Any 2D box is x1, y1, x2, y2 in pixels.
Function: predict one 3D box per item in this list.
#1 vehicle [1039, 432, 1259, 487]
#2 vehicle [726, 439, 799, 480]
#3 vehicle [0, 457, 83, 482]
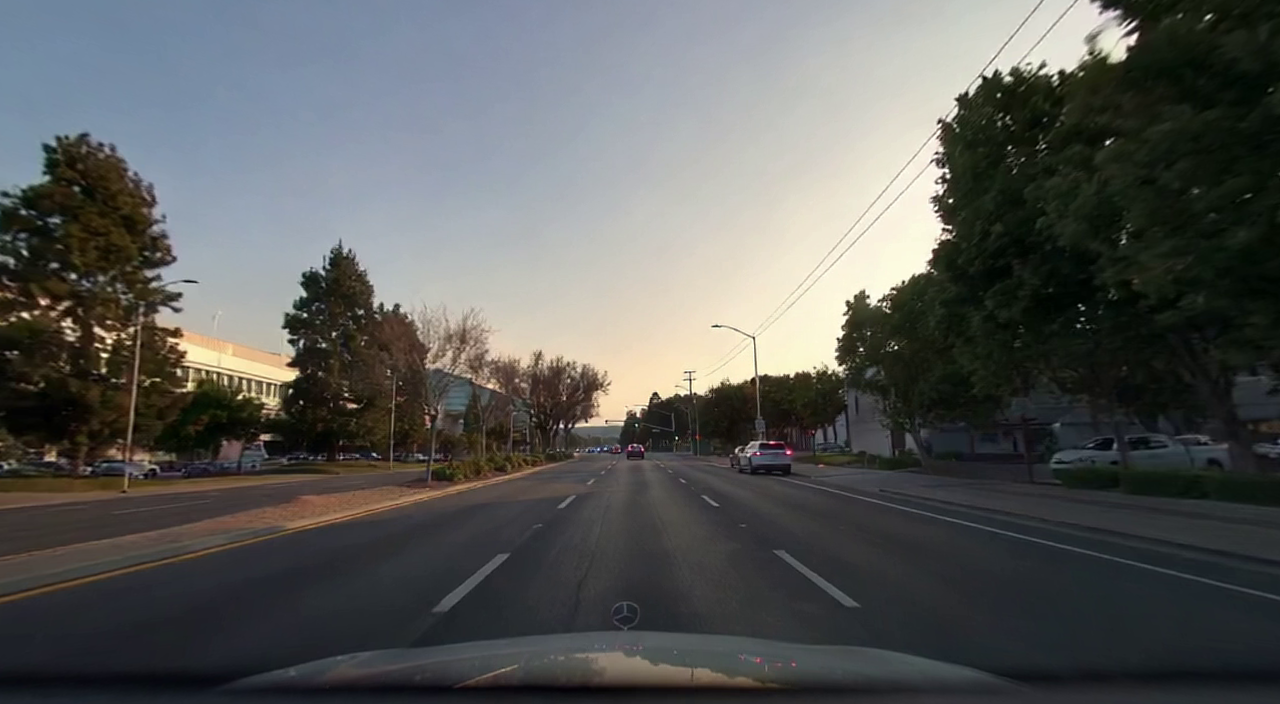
[{"bbox_3d":[15.270,3.241,19.188,4.859,1.563,1.952,0,-8,2],"label":"vehicle"},{"bbox_3d":[5.737,5.095,30.292,2.295,1.804,4.971,0,-8,-3],"label":"vehicle"},{"bbox_3d":[-44.786,8.712,46.891,1.878,1.527,4.758,-6,-8,22],"label":"vehicle"}]
